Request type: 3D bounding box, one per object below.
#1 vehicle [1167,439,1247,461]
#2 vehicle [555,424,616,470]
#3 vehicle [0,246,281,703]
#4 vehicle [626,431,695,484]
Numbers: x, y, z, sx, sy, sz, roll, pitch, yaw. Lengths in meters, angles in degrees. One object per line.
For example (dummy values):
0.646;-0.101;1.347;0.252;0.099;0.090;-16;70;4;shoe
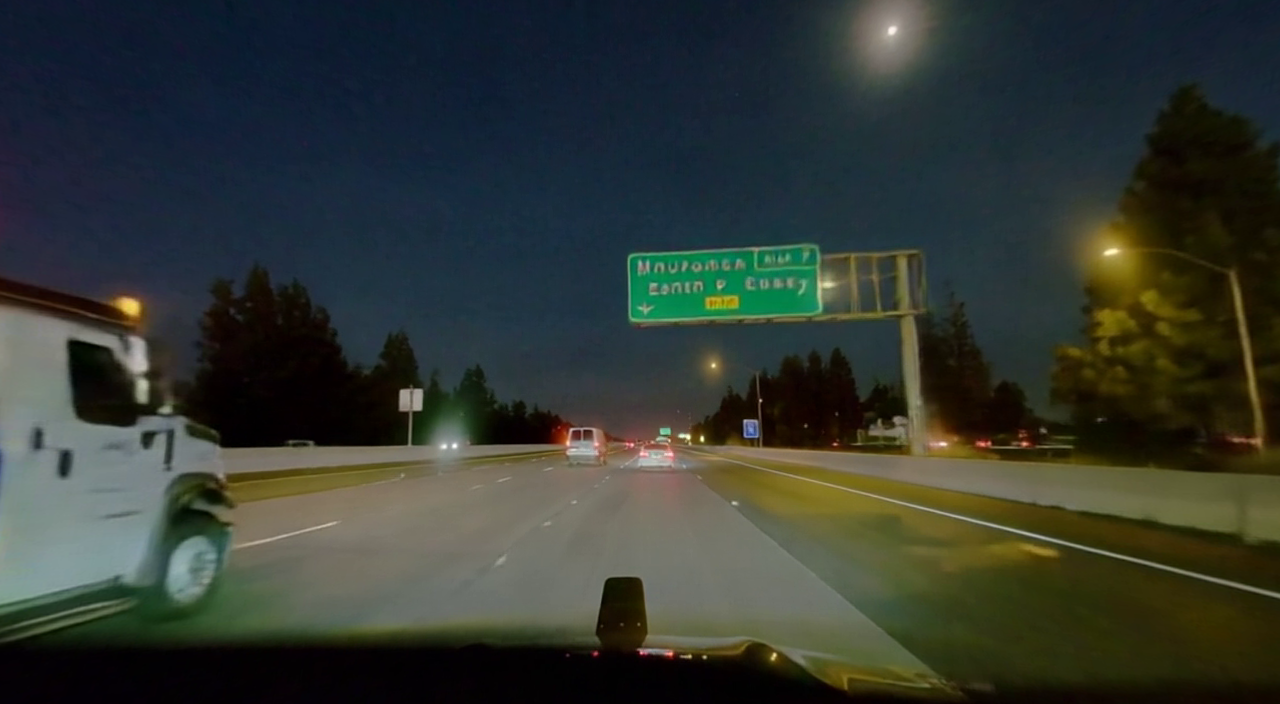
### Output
38.910;6.699;43.180;1.757;1.441;3.590;2;-9;-13;vehicle
-2.654;4.867;32.288;2.526;2.146;5.594;0;-8;1;vehicle
-3.900;0.476;1.901;2.292;2.070;5.532;0;-8;0;vehicle
0.673;3.676;22.146;2.165;1.653;4.456;0;-8;1;vehicle
